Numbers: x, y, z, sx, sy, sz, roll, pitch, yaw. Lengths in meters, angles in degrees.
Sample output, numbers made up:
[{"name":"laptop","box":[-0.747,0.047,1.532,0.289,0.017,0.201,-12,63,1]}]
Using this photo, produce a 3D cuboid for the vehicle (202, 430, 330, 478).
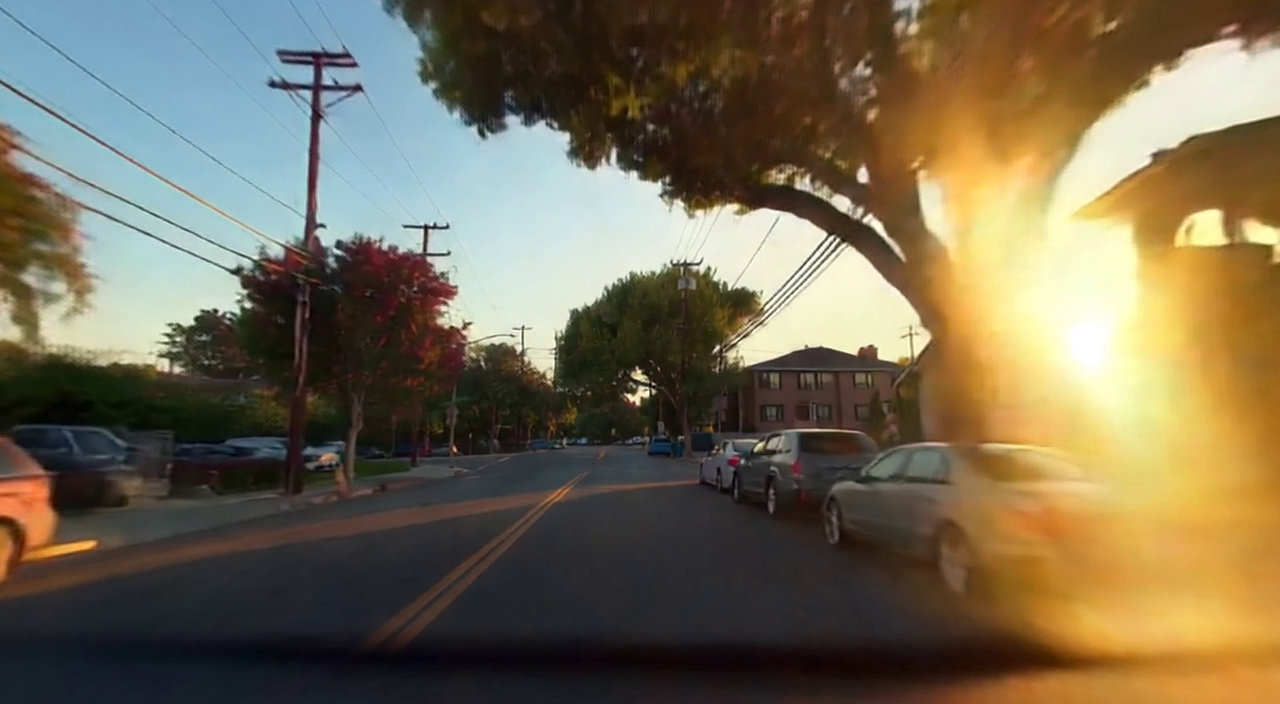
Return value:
[{"name":"vehicle","box":[-17.233,4.661,29.232,4.822,1.868,2.015,3,-9,-39]}]

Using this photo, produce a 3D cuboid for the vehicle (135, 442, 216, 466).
[{"name":"vehicle","box":[-32.897,7.225,44.819,1.732,1.511,4.151,-3,-10,29]}]

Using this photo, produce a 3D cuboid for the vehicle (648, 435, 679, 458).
[{"name":"vehicle","box":[1.740,7.208,48.214,1.999,1.604,4.065,0,-8,-3]}]

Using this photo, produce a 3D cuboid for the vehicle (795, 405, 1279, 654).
[{"name":"vehicle","box":[3.300,1.463,6.475,1.895,1.537,4.844,0,-8,-4]}]

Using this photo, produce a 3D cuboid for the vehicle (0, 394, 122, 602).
[{"name":"vehicle","box":[-6.719,1.200,4.676,1.992,1.853,4.561,-1,-7,-2]}]
